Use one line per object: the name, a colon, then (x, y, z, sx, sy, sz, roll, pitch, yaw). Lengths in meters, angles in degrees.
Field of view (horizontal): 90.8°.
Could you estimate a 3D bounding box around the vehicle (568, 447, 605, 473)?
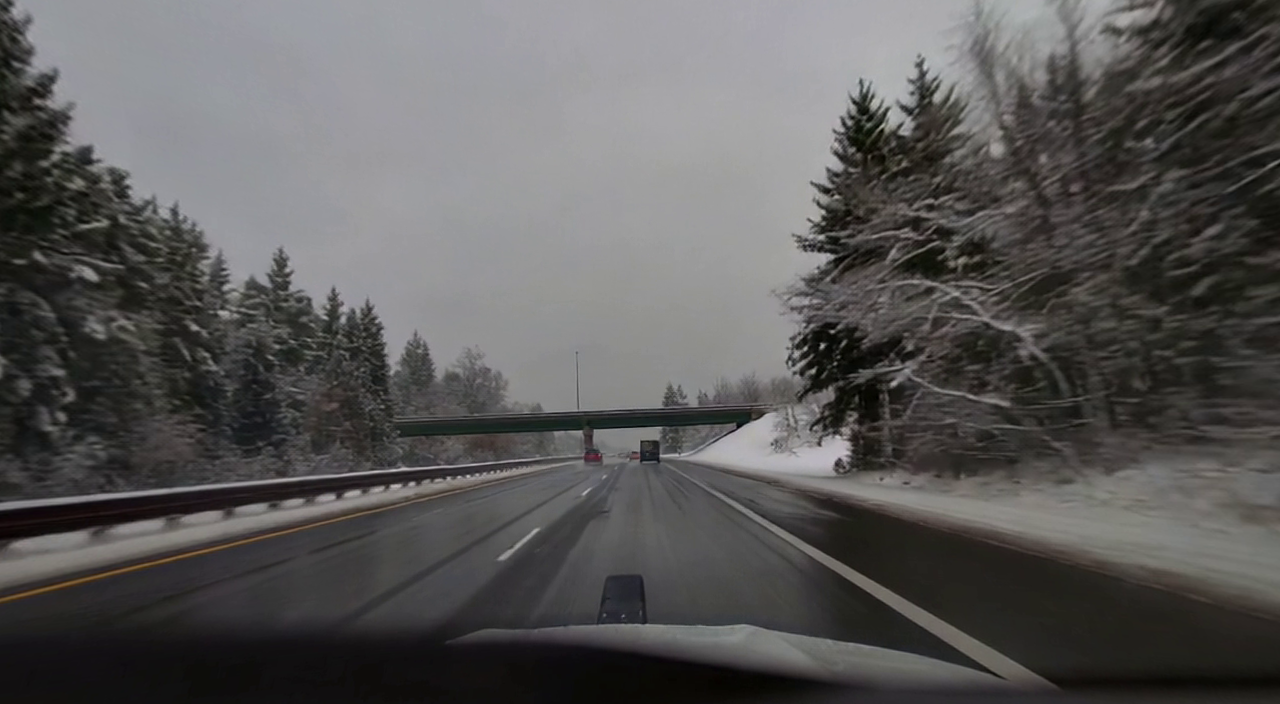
vehicle: (-3.460, 7.077, 41.490, 2.049, 1.575, 4.019, 0, -9, 0)
